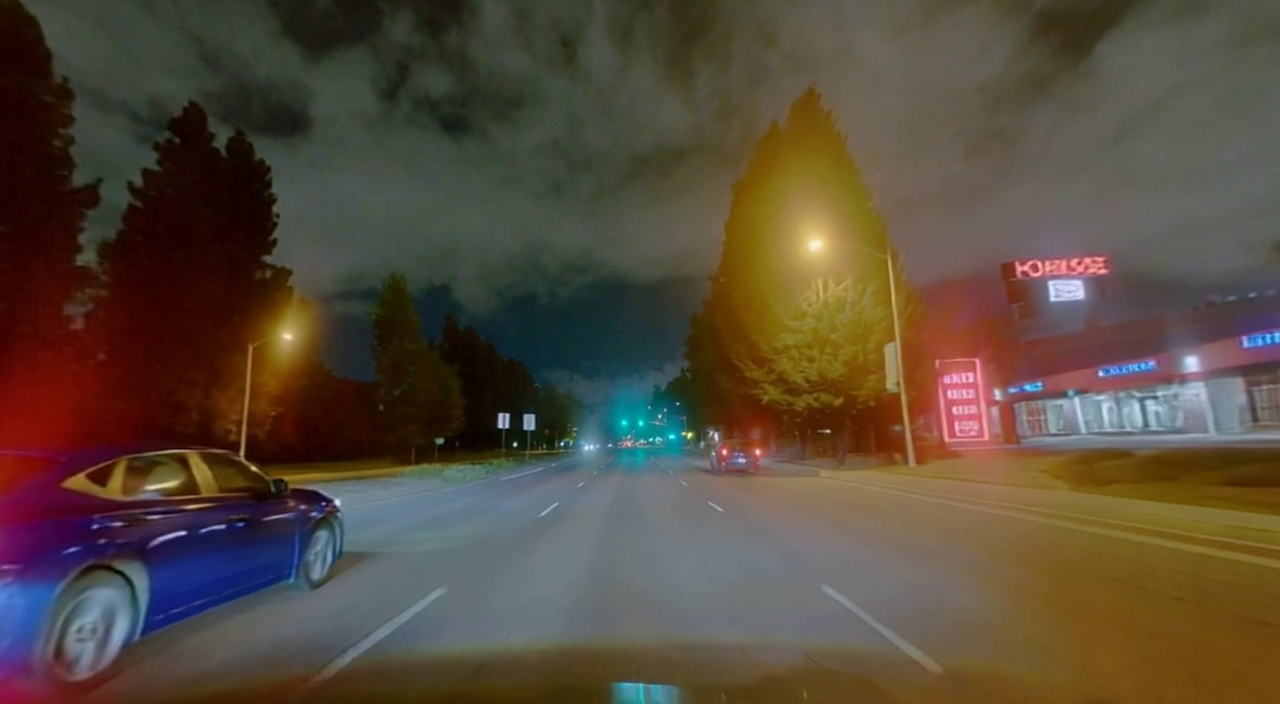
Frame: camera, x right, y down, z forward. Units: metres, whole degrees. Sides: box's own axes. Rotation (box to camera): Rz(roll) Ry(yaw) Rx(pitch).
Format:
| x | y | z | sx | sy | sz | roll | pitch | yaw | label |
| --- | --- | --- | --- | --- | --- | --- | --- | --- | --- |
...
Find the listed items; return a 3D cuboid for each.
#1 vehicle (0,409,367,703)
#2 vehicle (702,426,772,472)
| x | y | z | sx | sy | sz | roll | pitch | yaw | label |
| --- | --- | --- | --- | --- | --- | --- | --- | --- | --- |
| -3.799 | 1.217 | 4.271 | 2.017 | 1.470 | 4.293 | 0 | -8 | -1 | vehicle |
| 4.581 | 4.733 | 30.928 | 2.476 | 2.016 | 5.586 | 0 | -8 | 0 | vehicle |
